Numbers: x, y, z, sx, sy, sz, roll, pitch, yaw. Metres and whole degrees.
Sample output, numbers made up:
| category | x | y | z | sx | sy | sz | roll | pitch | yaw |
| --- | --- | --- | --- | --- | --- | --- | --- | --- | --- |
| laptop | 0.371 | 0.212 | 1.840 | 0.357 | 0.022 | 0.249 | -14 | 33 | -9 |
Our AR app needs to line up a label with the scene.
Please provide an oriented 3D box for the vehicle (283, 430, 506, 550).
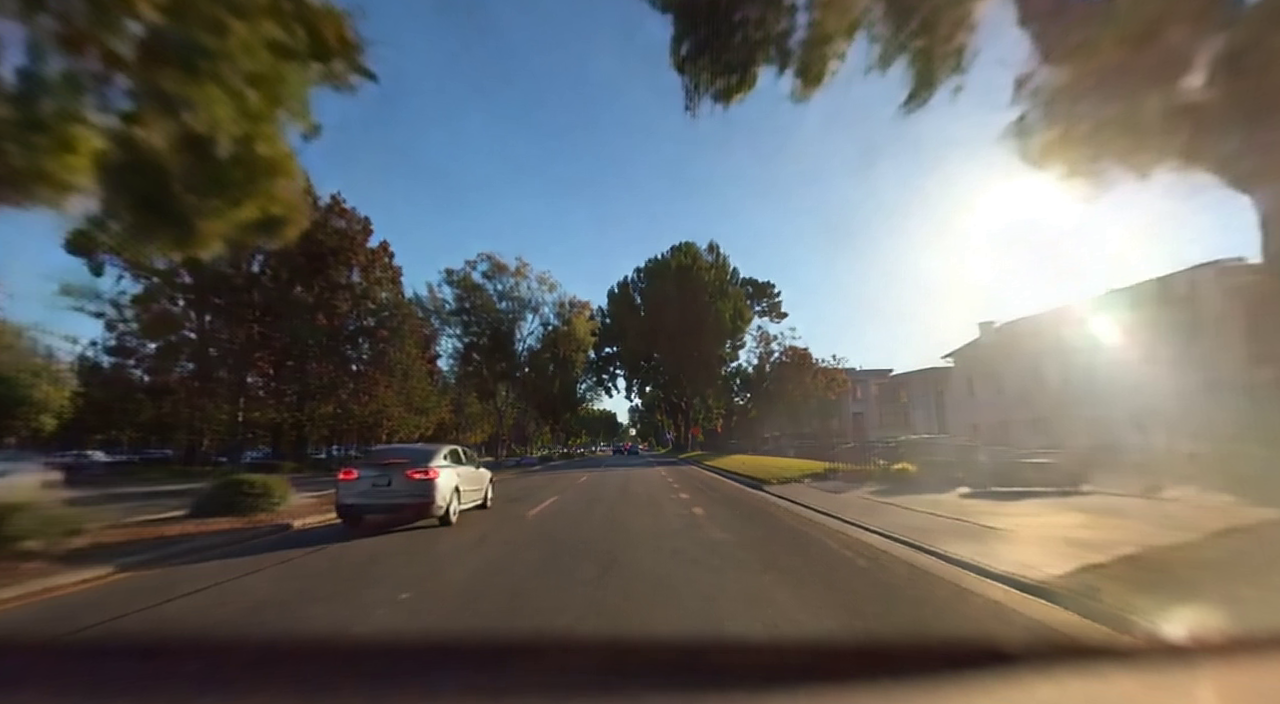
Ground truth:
| category | x | y | z | sx | sy | sz | roll | pitch | yaw |
| --- | --- | --- | --- | --- | --- | --- | --- | --- | --- |
| vehicle | -3.653 | 2.108 | 10.318 | 2.030 | 1.550 | 3.925 | 0 | -8 | 0 |
